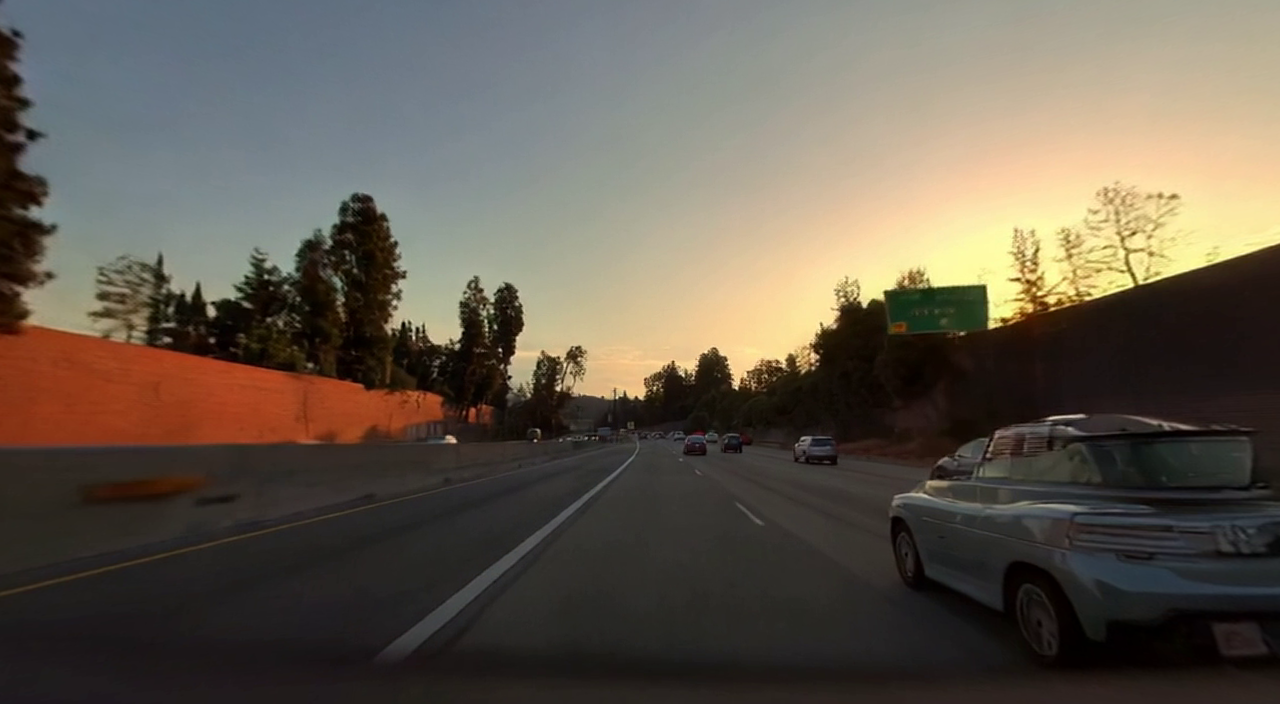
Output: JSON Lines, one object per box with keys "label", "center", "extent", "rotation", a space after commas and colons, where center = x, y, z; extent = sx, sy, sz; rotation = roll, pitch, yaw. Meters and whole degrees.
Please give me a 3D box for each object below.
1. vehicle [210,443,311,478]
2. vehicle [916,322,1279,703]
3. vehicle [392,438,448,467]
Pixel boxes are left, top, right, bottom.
{"label": "vehicle", "center": [-17.324, 4.940, 29.069], "extent": [1.859, 1.467, 4.486], "rotation": [0, -8, 0]}
{"label": "vehicle", "center": [3.900, 0.951, 3.995], "extent": [2.190, 1.783, 4.637], "rotation": [0, -8, 0]}
{"label": "vehicle", "center": [-13.781, 6.296, 39.716], "extent": [1.915, 1.699, 4.344], "rotation": [0, -8, 0]}
